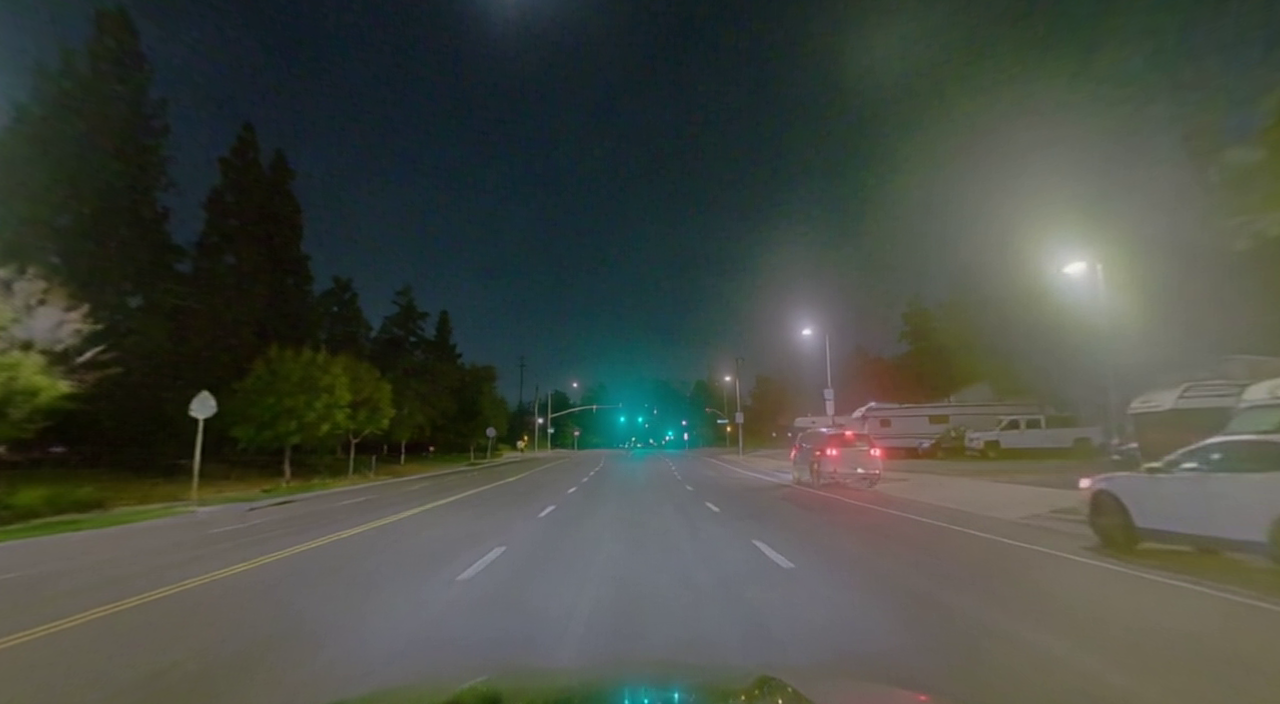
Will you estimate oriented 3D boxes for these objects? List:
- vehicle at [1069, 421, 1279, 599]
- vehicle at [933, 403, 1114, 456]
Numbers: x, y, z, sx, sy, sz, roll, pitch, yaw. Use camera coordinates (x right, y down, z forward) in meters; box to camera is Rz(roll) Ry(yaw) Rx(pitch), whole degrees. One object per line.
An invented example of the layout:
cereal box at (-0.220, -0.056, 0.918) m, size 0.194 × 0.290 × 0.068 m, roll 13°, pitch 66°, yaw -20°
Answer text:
vehicle at (6.287, 1.338, 5.441) m, size 1.993 × 1.461 × 4.269 m, roll 1°, pitch -9°, yaw -4°
vehicle at (15.639, 3.205, 26.025) m, size 5.979 × 2.037 × 2.159 m, roll 0°, pitch -9°, yaw 0°
